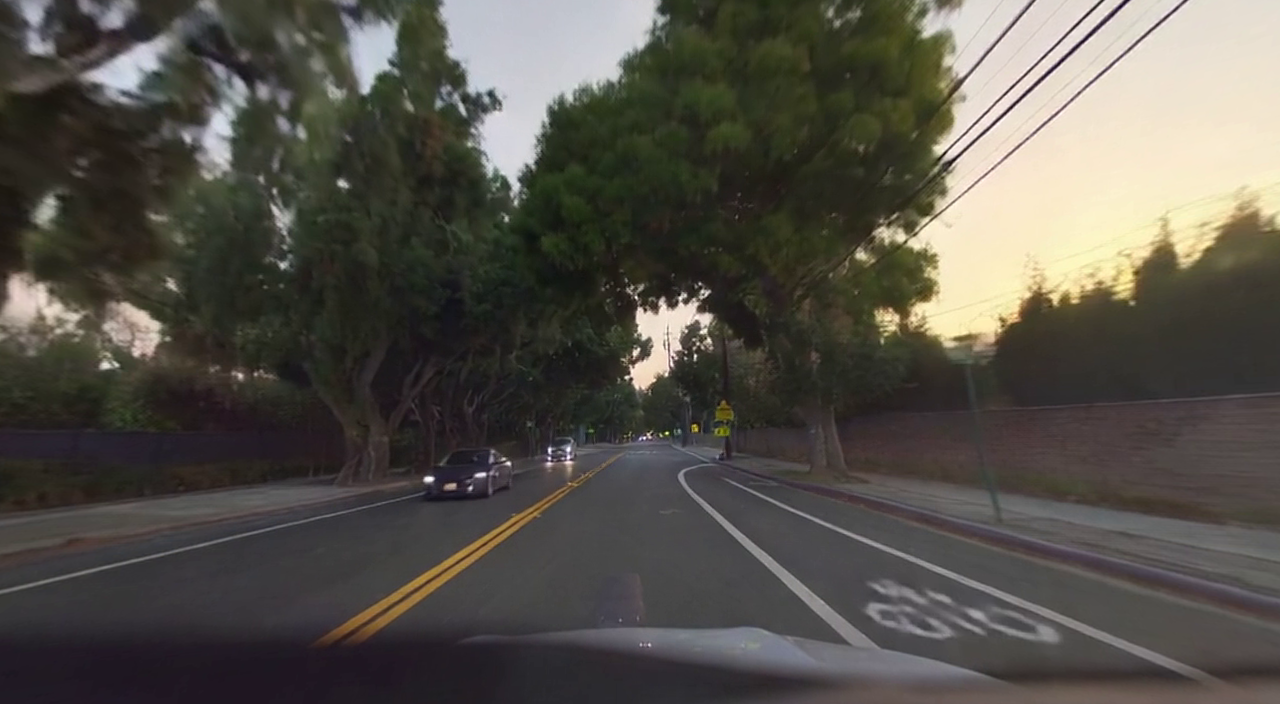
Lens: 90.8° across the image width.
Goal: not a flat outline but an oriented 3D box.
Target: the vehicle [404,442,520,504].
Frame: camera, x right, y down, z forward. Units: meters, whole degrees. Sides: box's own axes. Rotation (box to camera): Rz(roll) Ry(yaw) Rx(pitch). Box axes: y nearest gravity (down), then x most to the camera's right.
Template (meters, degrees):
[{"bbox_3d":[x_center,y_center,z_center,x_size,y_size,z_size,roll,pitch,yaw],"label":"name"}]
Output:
[{"bbox_3d":[-4.728,3.247,17.462,1.966,1.468,4.207,0,-8,0],"label":"vehicle"}]

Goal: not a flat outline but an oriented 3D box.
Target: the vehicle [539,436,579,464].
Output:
[{"bbox_3d":[-5.510,6.738,43.445,2.228,1.792,4.397,0,-8,-1],"label":"vehicle"}]
